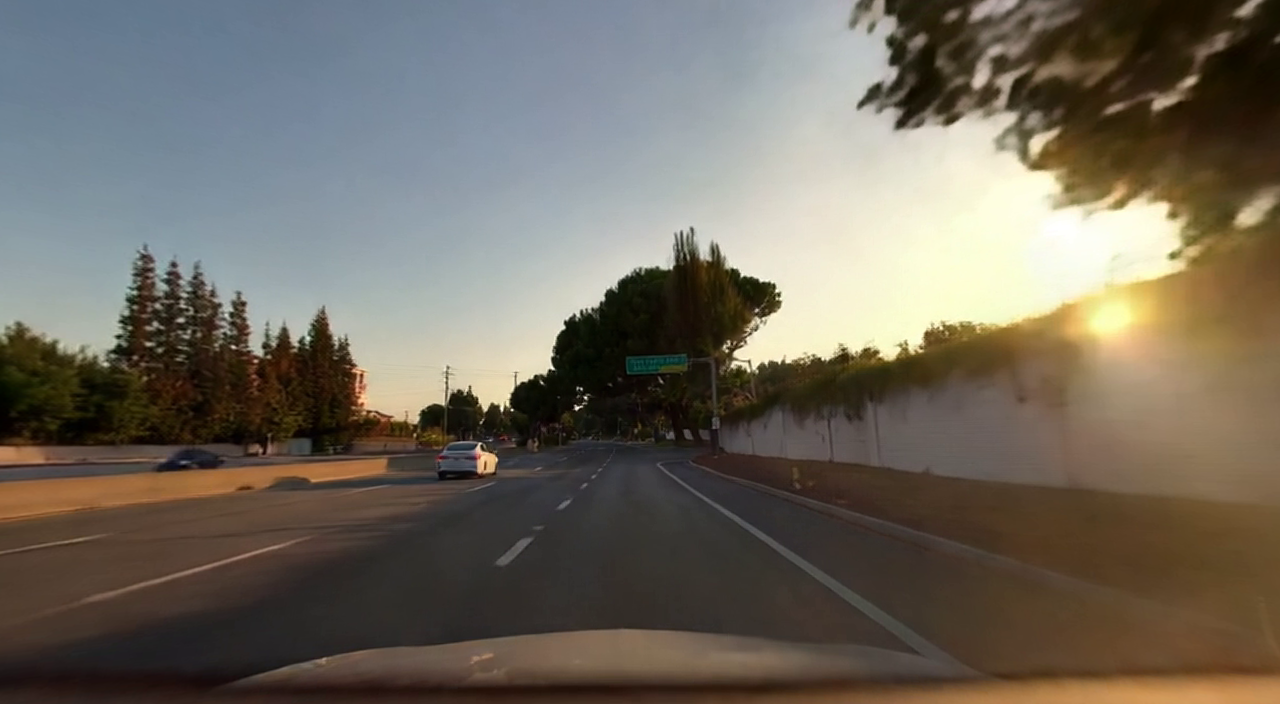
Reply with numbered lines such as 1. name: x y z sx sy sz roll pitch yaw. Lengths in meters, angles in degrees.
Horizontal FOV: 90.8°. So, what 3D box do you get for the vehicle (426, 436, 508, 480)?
1. vehicle: -7.217 4.474 26.918 2.115 1.711 4.722 0 -9 0
